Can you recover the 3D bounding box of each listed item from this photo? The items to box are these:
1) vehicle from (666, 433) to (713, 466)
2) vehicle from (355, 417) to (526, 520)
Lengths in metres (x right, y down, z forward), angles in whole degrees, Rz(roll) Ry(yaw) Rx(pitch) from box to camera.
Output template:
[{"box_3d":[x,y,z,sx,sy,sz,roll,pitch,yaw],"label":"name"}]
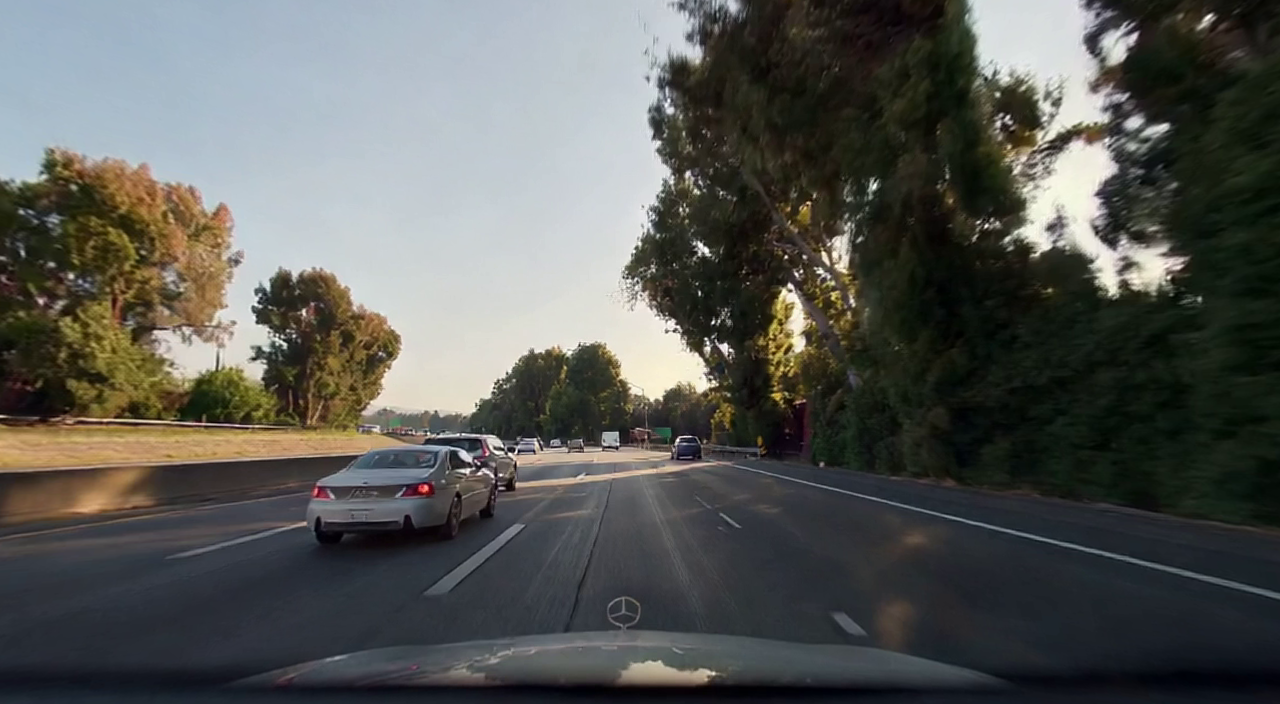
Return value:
[{"box_3d":[2.671,5.400,34.899,2.053,1.698,4.097,0,-9,-3],"label":"vehicle"},{"box_3d":[-3.662,2.234,12.505,2.002,1.680,4.301,0,-9,-1],"label":"vehicle"}]
